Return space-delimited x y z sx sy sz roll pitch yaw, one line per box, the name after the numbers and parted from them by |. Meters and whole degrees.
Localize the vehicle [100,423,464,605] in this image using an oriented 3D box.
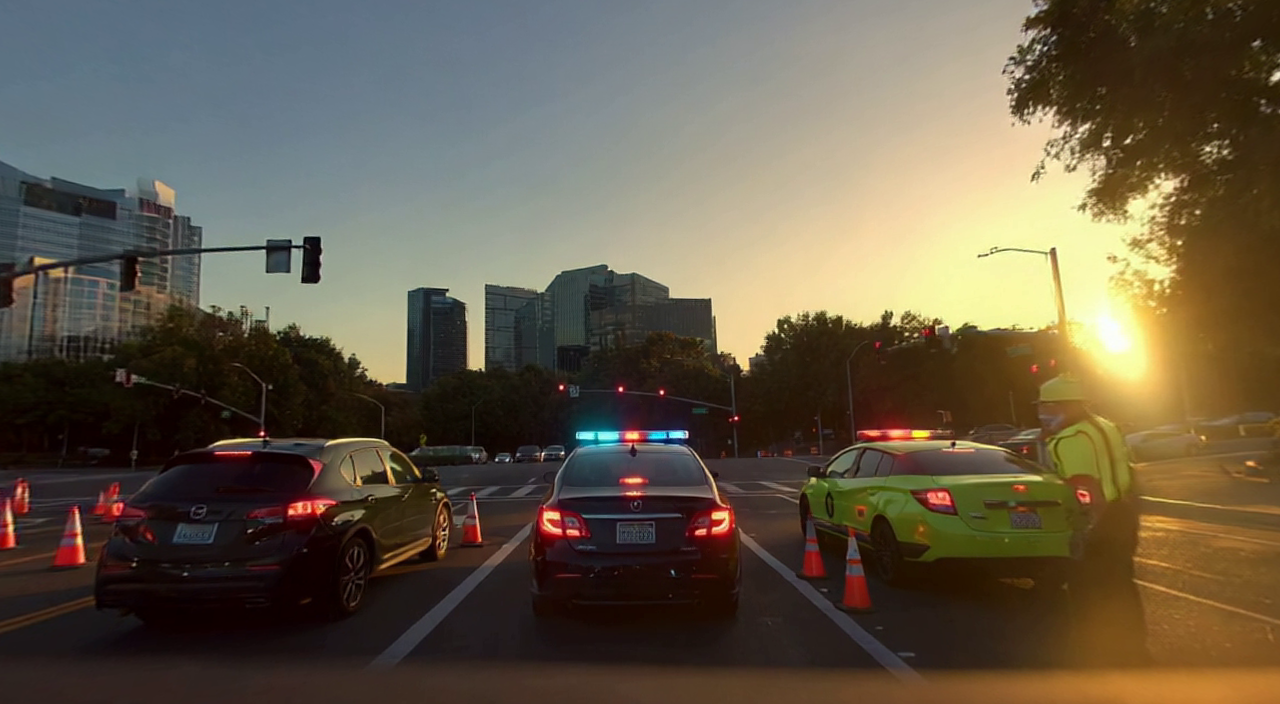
-3.604 1.674 7.388 1.863 1.526 4.006 0 -8 1 | vehicle

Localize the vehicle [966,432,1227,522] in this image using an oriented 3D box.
9.370 2.578 13.597 1.957 1.576 4.670 0 -8 -3 | vehicle

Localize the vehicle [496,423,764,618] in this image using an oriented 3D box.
-0.120 1.625 7.090 2.061 1.486 4.332 0 -8 -1 | vehicle

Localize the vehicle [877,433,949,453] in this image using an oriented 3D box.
21.616 7.219 49.895 4.827 1.484 1.883 0 -9 1 | vehicle
